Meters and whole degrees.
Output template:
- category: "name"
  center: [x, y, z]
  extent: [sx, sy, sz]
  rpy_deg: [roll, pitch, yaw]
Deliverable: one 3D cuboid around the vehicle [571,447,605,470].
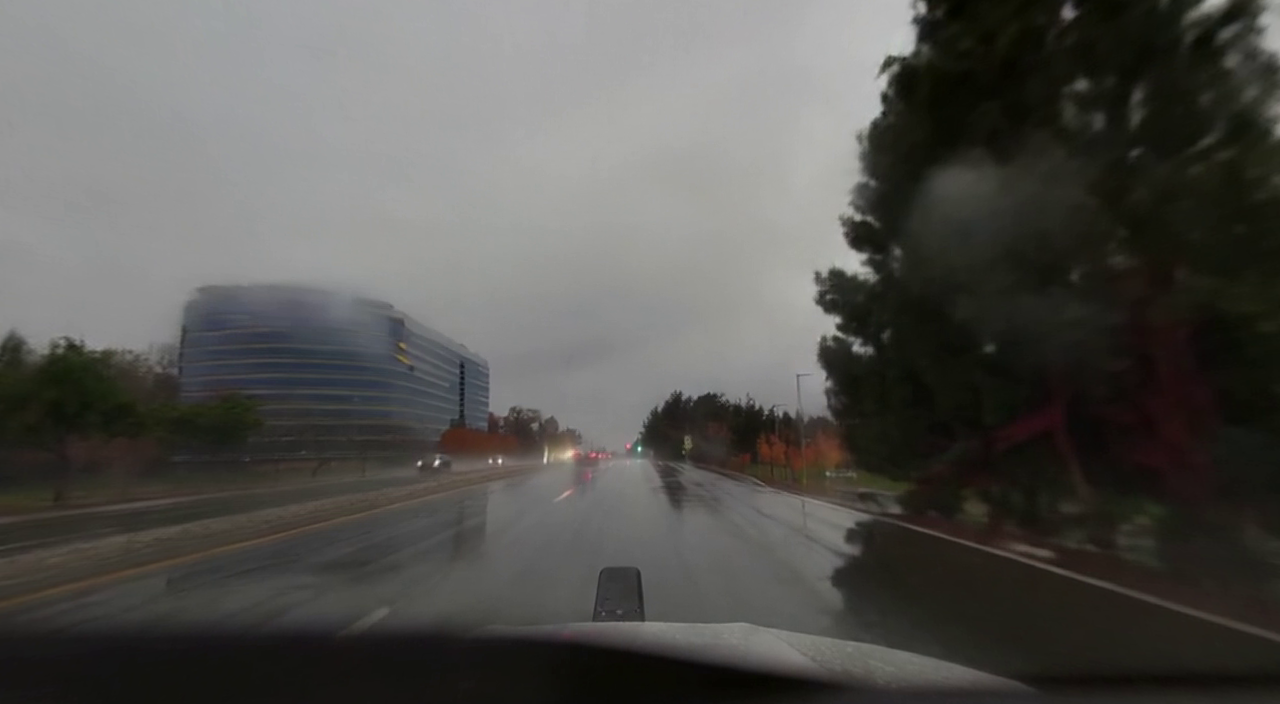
- category: "vehicle"
  center: [-3.635, 7.544, 44.904]
  extent: [1.984, 1.521, 4.682]
  rpy_deg: [0, -8, 0]
